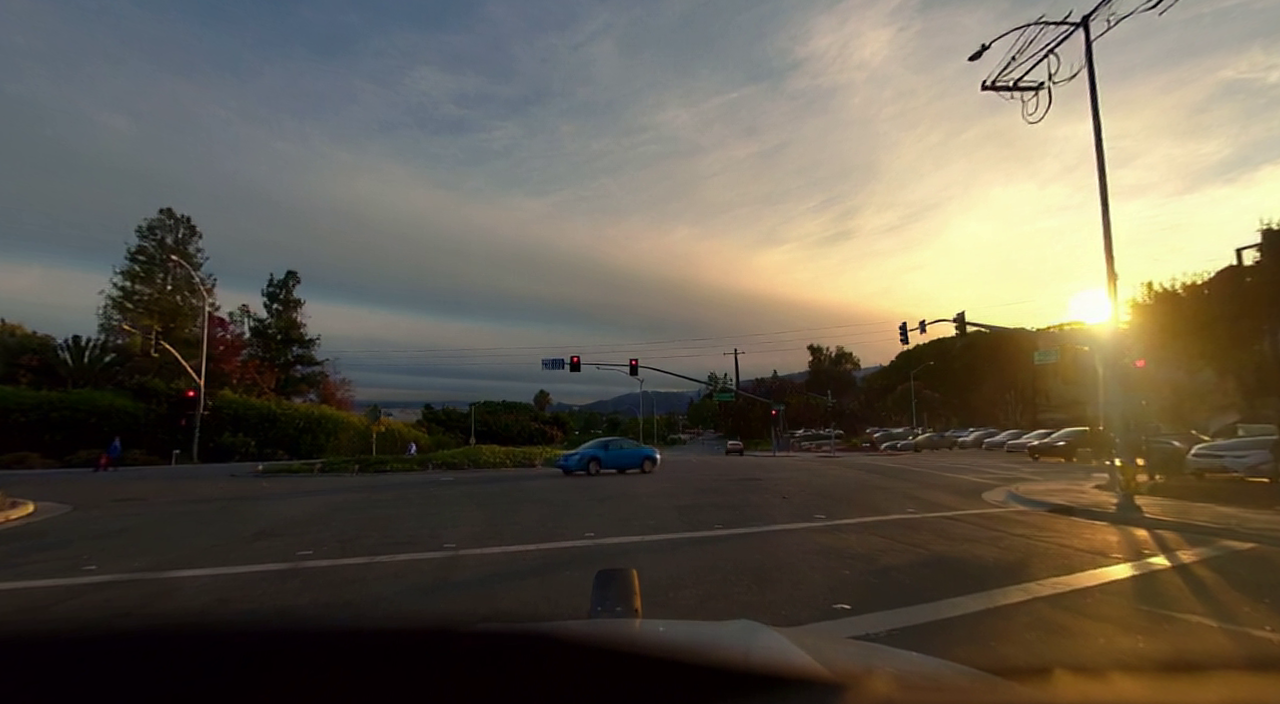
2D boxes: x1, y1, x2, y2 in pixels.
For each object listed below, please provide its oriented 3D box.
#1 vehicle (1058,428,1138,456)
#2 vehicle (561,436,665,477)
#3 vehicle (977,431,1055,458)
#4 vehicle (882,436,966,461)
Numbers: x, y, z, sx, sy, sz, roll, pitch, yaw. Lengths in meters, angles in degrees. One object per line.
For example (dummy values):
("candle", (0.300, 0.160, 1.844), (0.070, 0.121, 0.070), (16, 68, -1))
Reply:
("vehicle", (36.094, 7.089, 49.740), (6.148, 2.119, 2.473), (4, -10, -28))
("vehicle", (-1.002, 4.110, 25.062), (3.896, 1.500, 1.740), (8, -12, -42))
("vehicle", (26.949, 6.631, 45.267), (5.032, 1.828, 2.183), (4, -9, -24))
("vehicle", (18.717, 6.334, 41.636), (5.234, 1.549, 1.982), (4, -9, -24))
